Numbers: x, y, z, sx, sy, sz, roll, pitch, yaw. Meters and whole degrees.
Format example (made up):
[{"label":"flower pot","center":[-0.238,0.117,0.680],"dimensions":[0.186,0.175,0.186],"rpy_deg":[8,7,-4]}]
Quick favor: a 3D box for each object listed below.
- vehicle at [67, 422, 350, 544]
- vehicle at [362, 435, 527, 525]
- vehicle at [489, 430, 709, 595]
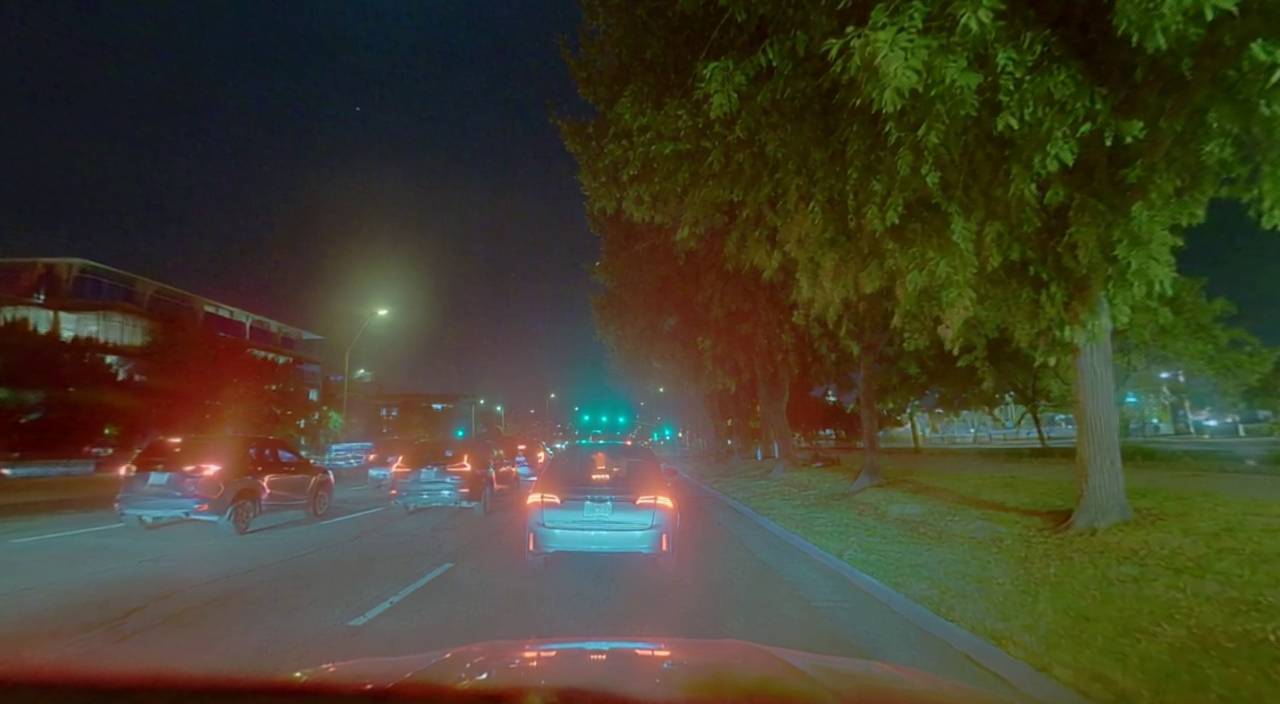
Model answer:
[{"label":"vehicle","center":[-7.355,2.251,11.496],"dimensions":[2.068,1.784,4.224],"rpy_deg":[0,-9,1]},{"label":"vehicle","center":[-3.786,2.553,13.210],"dimensions":[1.913,1.521,4.539],"rpy_deg":[0,-9,1]},{"label":"vehicle","center":[-0.392,1.815,8.002],"dimensions":[2.066,1.544,3.954],"rpy_deg":[0,-9,0]}]
